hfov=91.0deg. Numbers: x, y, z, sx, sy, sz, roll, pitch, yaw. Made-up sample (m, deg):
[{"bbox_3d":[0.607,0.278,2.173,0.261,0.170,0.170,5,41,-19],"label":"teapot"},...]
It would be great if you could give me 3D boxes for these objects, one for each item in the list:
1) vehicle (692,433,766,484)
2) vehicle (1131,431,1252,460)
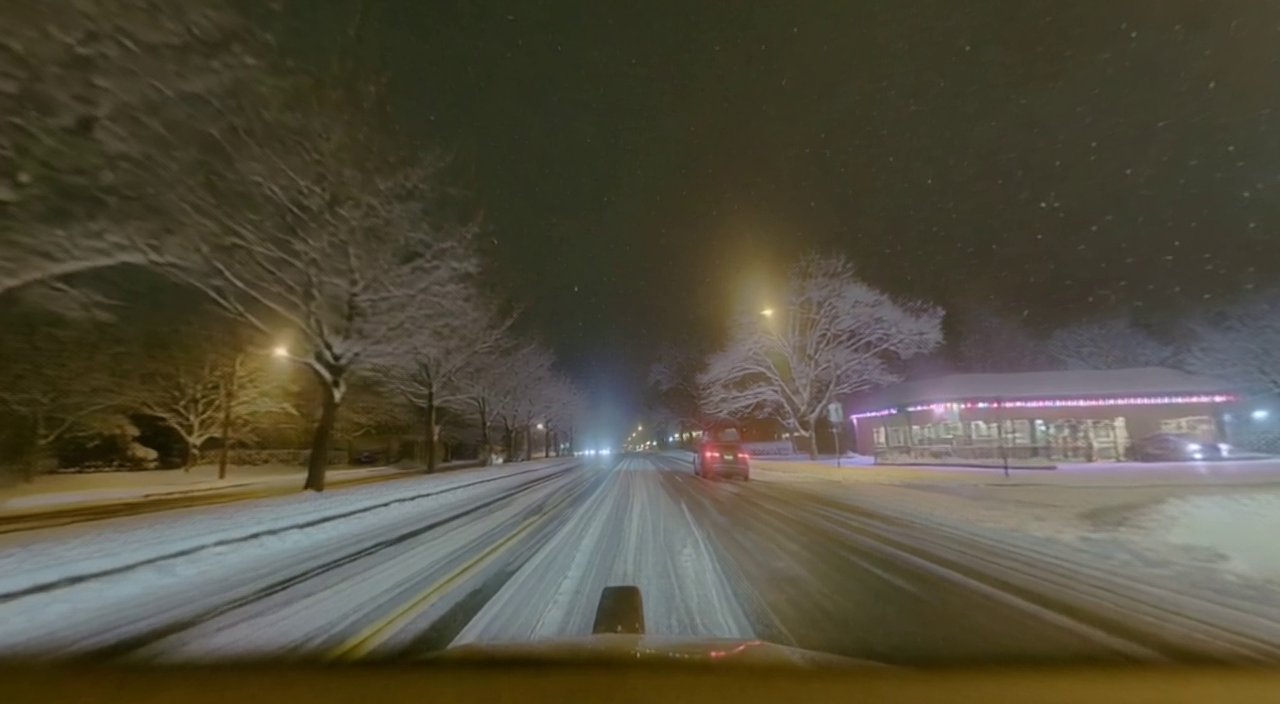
[{"bbox_3d":[3.243,4.006,23.957,2.083,1.743,4.354,0,-8,-1],"label":"vehicle"},{"bbox_3d":[28.151,4.791,32.309,4.089,1.389,2.050,-2,-8,17],"label":"vehicle"}]
